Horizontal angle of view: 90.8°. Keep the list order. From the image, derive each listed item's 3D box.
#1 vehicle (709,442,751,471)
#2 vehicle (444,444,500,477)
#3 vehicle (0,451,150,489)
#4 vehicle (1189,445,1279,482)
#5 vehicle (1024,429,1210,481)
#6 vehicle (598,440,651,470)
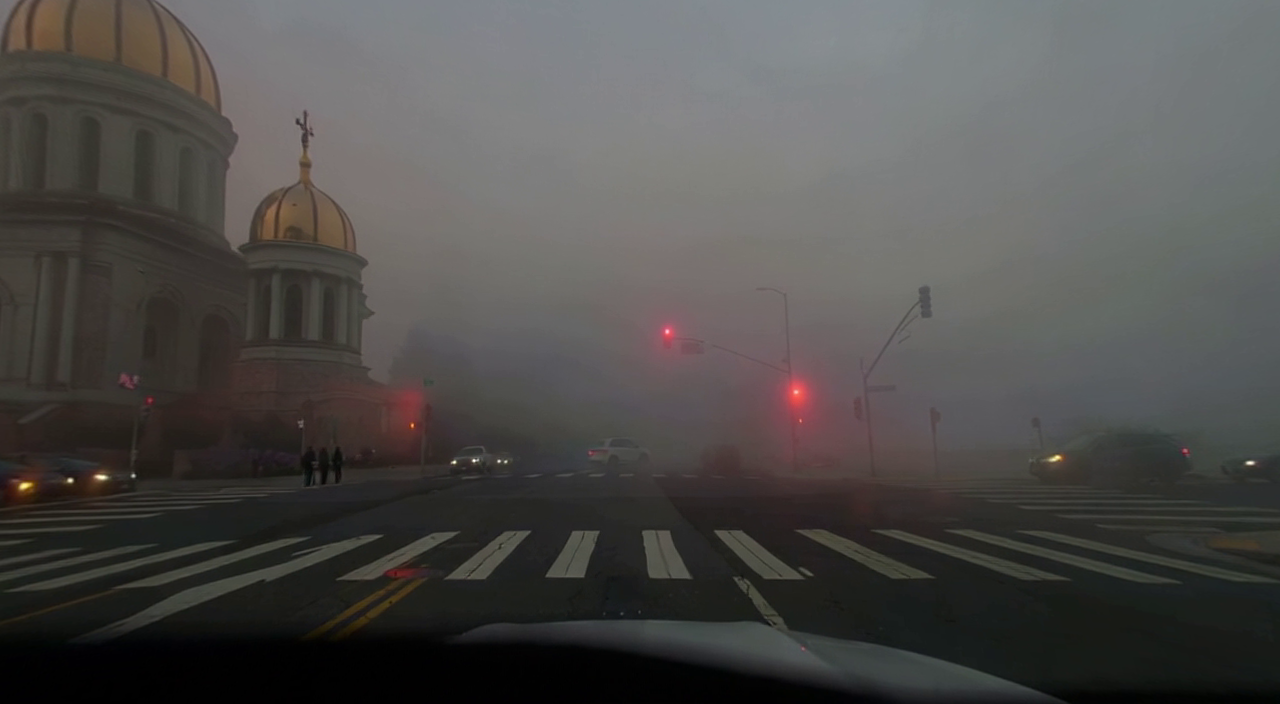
[{"bbox_3d":[5.833,6.854,41.508,1.969,1.776,4.329,0,-8,-2],"label":"vehicle"},{"bbox_3d":[-10.230,6.616,38.948,2.076,1.876,4.669,0,-8,1],"label":"vehicle"},{"bbox_3d":[-23.355,4.871,26.221,4.479,1.476,1.873,0,-8,1],"label":"vehicle"},{"bbox_3d":[26.384,4.674,26.677,4.561,1.475,1.850,0,-8,0],"label":"vehicle"},{"bbox_3d":[19.877,4.301,26.574,5.852,2.057,2.361,0,-8,0],"label":"vehicle"},{"bbox_3d":[-0.858,6.242,38.438,2.051,1.724,4.567,-2,-9,14],"label":"vehicle"}]
